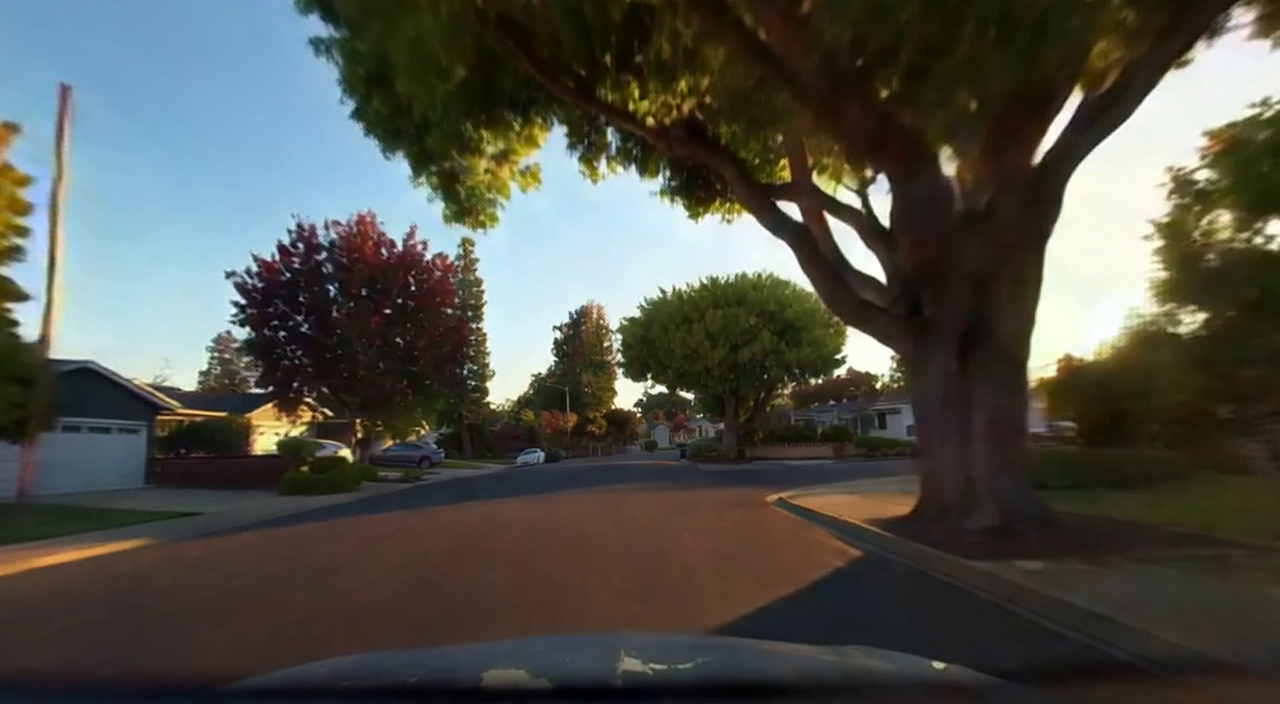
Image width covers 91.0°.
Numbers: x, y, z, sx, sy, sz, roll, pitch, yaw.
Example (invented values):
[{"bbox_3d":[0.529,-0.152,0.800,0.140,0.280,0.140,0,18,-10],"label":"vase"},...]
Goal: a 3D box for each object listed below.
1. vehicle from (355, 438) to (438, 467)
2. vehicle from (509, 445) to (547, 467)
[{"bbox_3d":[-16.068,6.658,41.724,4.683,1.849,2.044,1,-9,-4],"label":"vehicle"},{"bbox_3d":[-8.231,7.667,46.749,2.040,1.525,5.212,0,-9,-2],"label":"vehicle"}]
